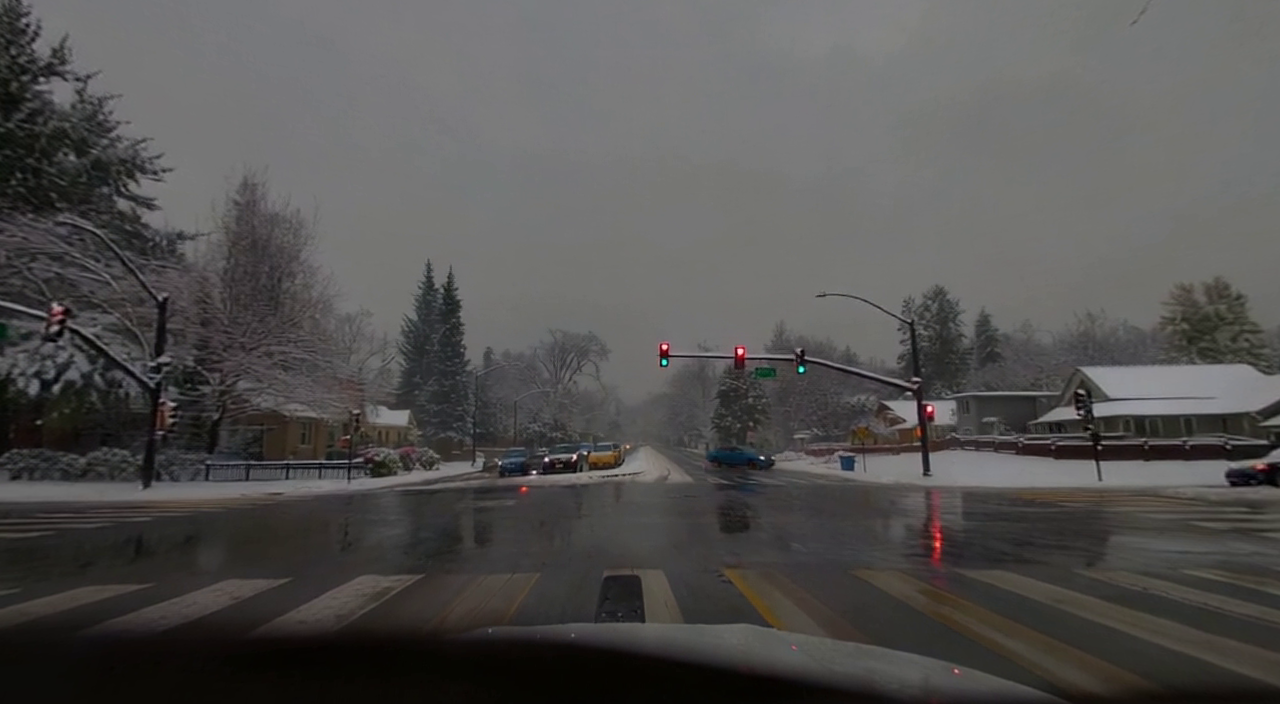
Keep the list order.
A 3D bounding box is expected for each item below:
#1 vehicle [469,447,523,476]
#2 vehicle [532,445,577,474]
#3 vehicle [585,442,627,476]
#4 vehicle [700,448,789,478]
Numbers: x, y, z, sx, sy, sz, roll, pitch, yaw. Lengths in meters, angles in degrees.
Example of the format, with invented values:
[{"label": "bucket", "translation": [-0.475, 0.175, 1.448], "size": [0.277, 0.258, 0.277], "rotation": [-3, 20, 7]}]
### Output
[{"label": "vehicle", "translation": [-8.631, 6.596, 38.341], "size": [2.028, 1.654, 5.027], "rotation": [0, -9, 0]}, {"label": "vehicle", "translation": [-5.211, 6.608, 39.017], "size": [2.091, 1.707, 4.157], "rotation": [0, -9, 1]}, {"label": "vehicle", "translation": [-1.963, 6.444, 38.340], "size": [2.355, 1.868, 5.125], "rotation": [0, -9, -1]}, {"label": "vehicle", "translation": [5.451, 5.745, 32.945], "size": [4.118, 1.491, 2.046], "rotation": [4, -9, -25]}]
